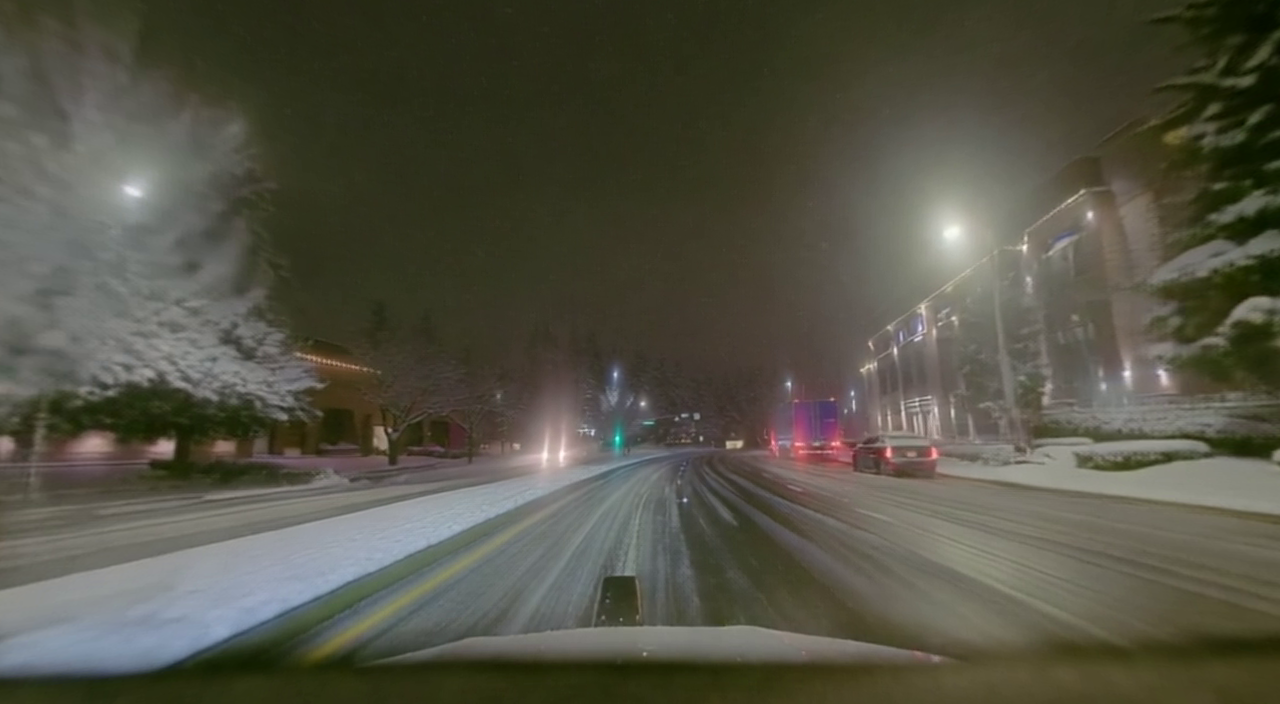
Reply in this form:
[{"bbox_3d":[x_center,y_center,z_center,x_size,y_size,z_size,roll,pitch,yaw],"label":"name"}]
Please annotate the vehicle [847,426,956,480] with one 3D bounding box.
[{"bbox_3d":[10.419,4.092,25.806,2.200,1.944,5.935,0,-8,3],"label":"vehicle"}]
